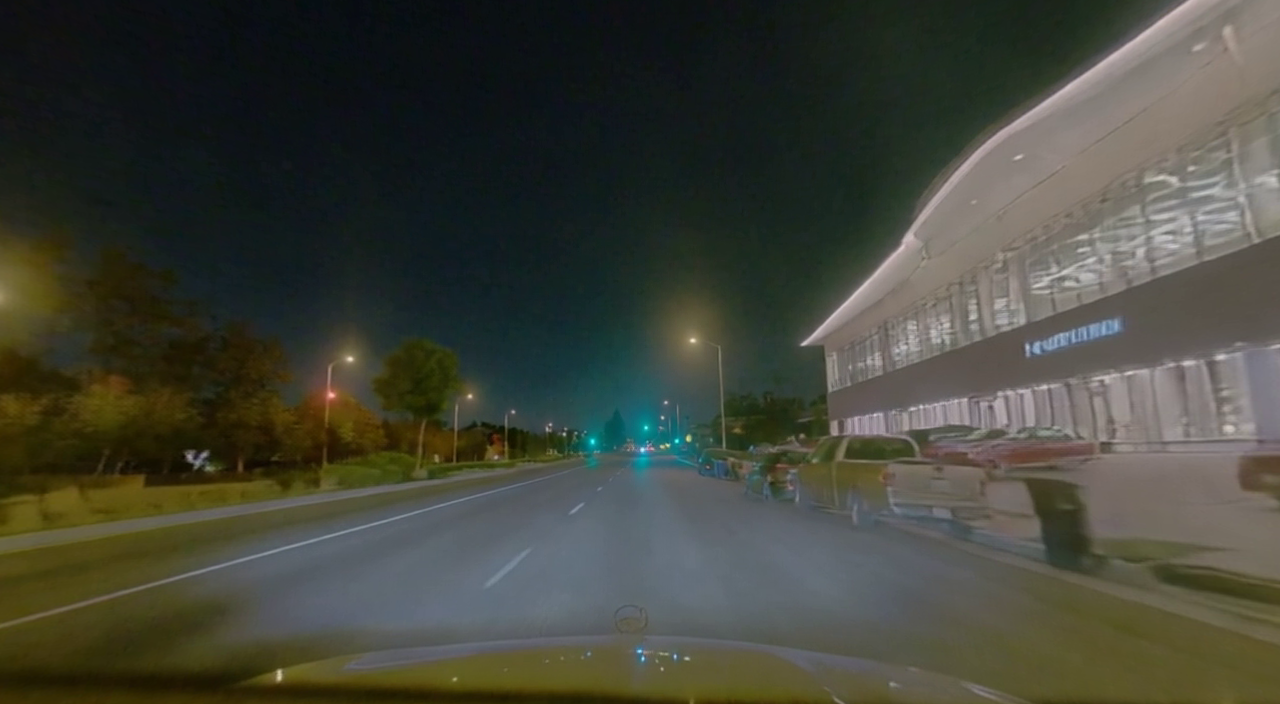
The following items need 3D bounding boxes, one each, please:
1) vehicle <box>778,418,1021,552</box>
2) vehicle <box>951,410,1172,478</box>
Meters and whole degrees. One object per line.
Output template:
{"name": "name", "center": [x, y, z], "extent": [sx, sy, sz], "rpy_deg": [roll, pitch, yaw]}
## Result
{"name": "vehicle", "center": [4.048, 2.170, 11.102], "extent": [2.078, 1.771, 5.174], "rpy_deg": [0, -8, 0]}
{"name": "vehicle", "center": [12.055, 2.692, 18.373], "extent": [4.778, 1.520, 2.020], "rpy_deg": [-5, -9, 7]}
